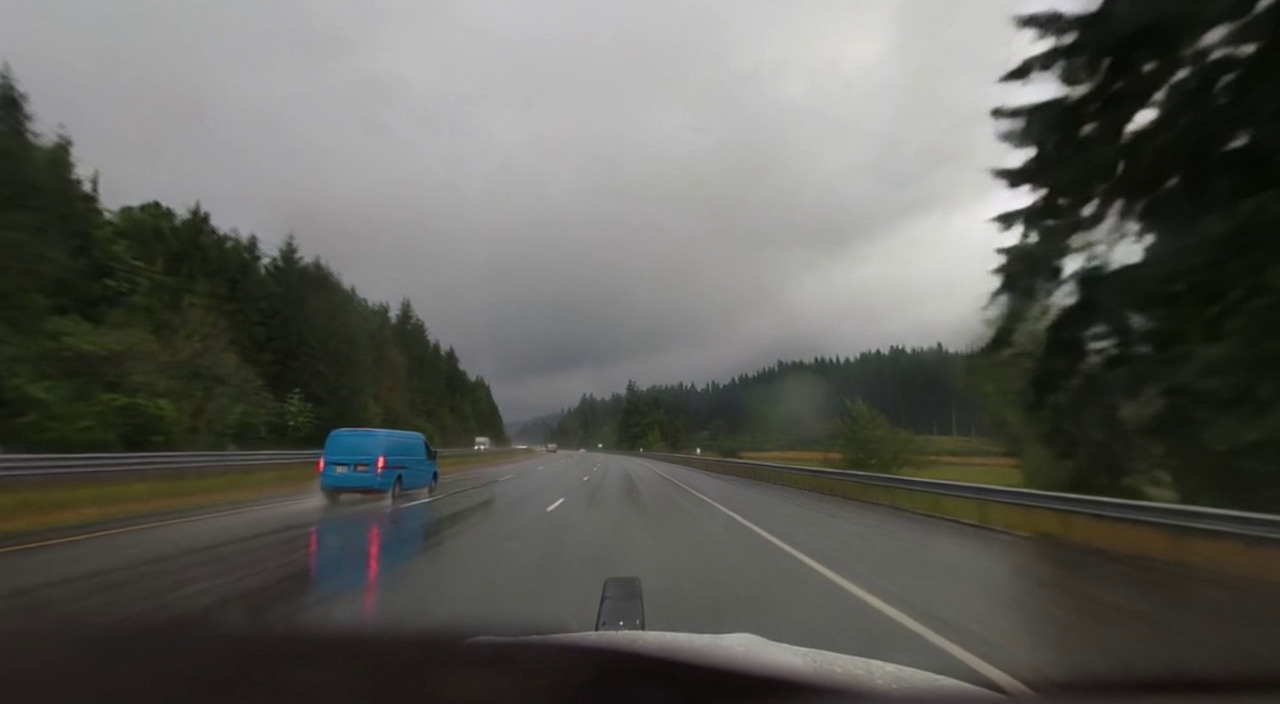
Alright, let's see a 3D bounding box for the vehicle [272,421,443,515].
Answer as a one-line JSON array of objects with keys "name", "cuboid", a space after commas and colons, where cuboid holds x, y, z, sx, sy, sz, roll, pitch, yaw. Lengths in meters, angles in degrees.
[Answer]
[{"name": "vehicle", "cuboid": [-6.972, 2.937, 16.363, 2.197, 2.038, 4.919, 0, -9, -1]}]
